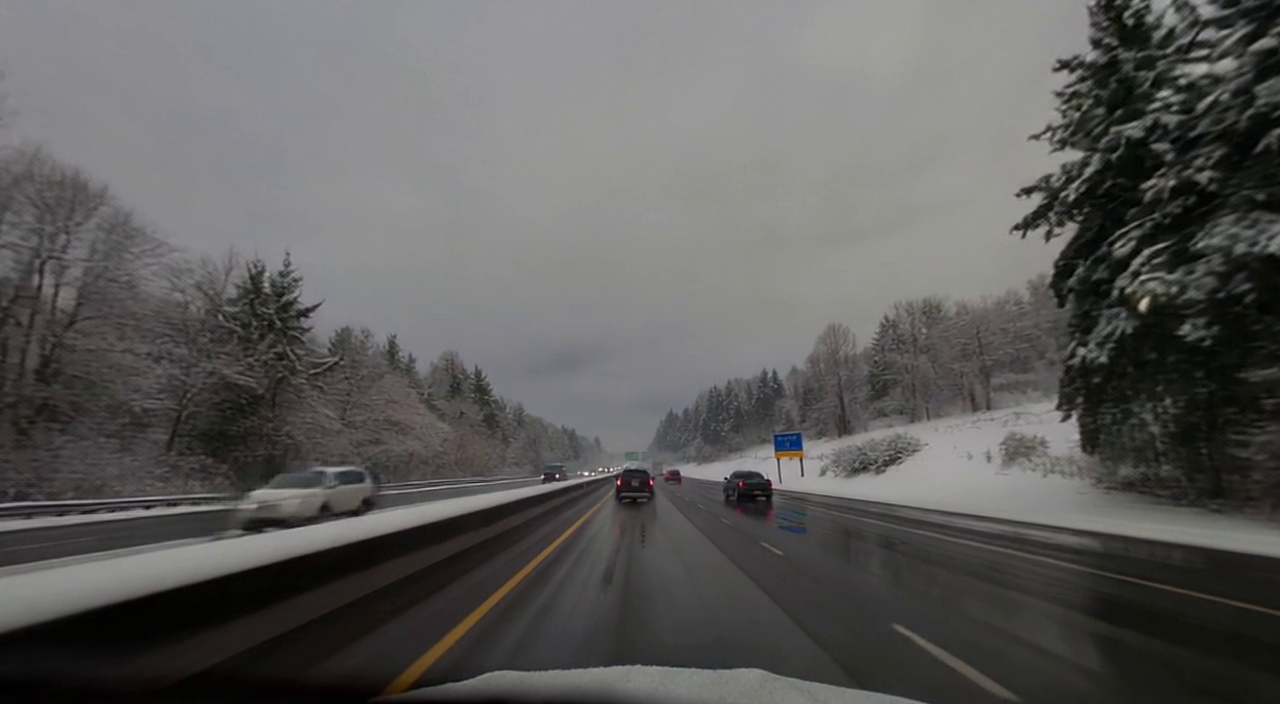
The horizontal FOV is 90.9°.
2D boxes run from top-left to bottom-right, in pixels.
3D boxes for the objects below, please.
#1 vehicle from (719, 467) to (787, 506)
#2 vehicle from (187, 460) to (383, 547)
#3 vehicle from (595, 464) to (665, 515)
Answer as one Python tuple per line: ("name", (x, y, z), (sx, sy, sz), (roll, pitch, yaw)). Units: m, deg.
("vehicle", (4.613, 5.560, 26.334), (1.974, 1.476, 4.119), (1, -10, -1))
("vehicle", (-7.463, 3.202, 13.812), (1.911, 1.585, 3.952), (1, -10, 0))
("vehicle", (-0.292, 4.409, 20.547), (2.060, 1.473, 3.726), (1, -10, 0))
